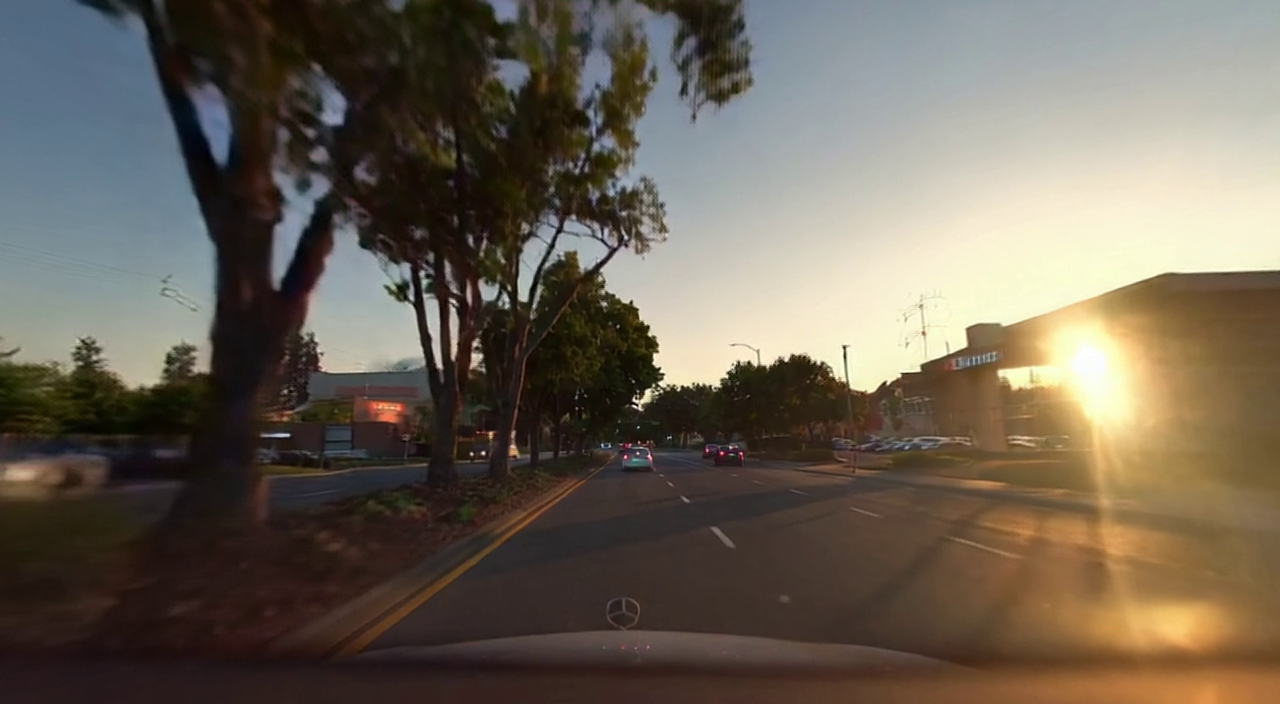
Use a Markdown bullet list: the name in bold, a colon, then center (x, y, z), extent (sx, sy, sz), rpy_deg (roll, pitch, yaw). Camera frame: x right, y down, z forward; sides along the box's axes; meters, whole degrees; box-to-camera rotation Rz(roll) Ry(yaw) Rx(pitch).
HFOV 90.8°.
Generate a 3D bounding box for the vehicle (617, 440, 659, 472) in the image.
- **vehicle**: center (-0.158, 5.478, 33.408), extent (2.072, 1.545, 4.578), rpy_deg (0, -8, -1)
